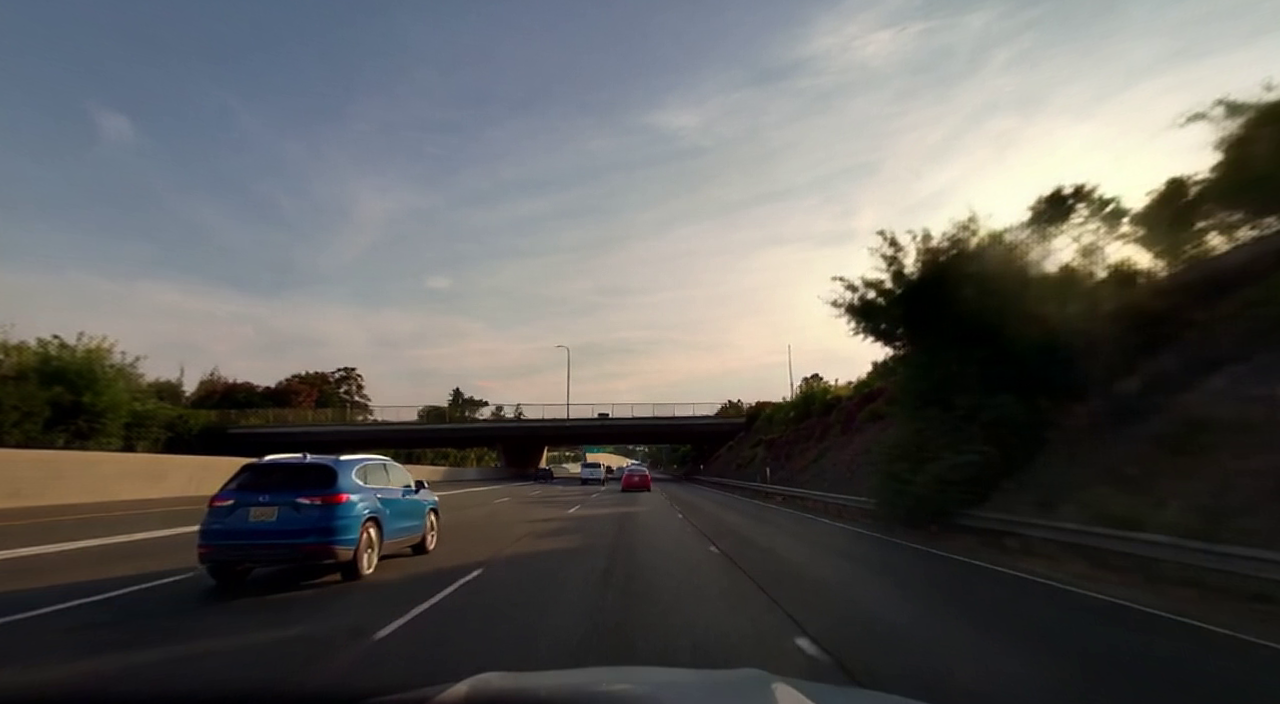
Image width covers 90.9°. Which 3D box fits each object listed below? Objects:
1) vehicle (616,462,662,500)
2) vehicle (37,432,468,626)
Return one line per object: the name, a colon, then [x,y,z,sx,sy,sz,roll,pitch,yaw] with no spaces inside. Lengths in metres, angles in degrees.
vehicle: [-0.093,6.018,29.479,1.992,1.601,3.762,1,-11,-1]
vehicle: [-3.774,1.869,7.496,2.102,1.521,4.687,1,-11,0]
